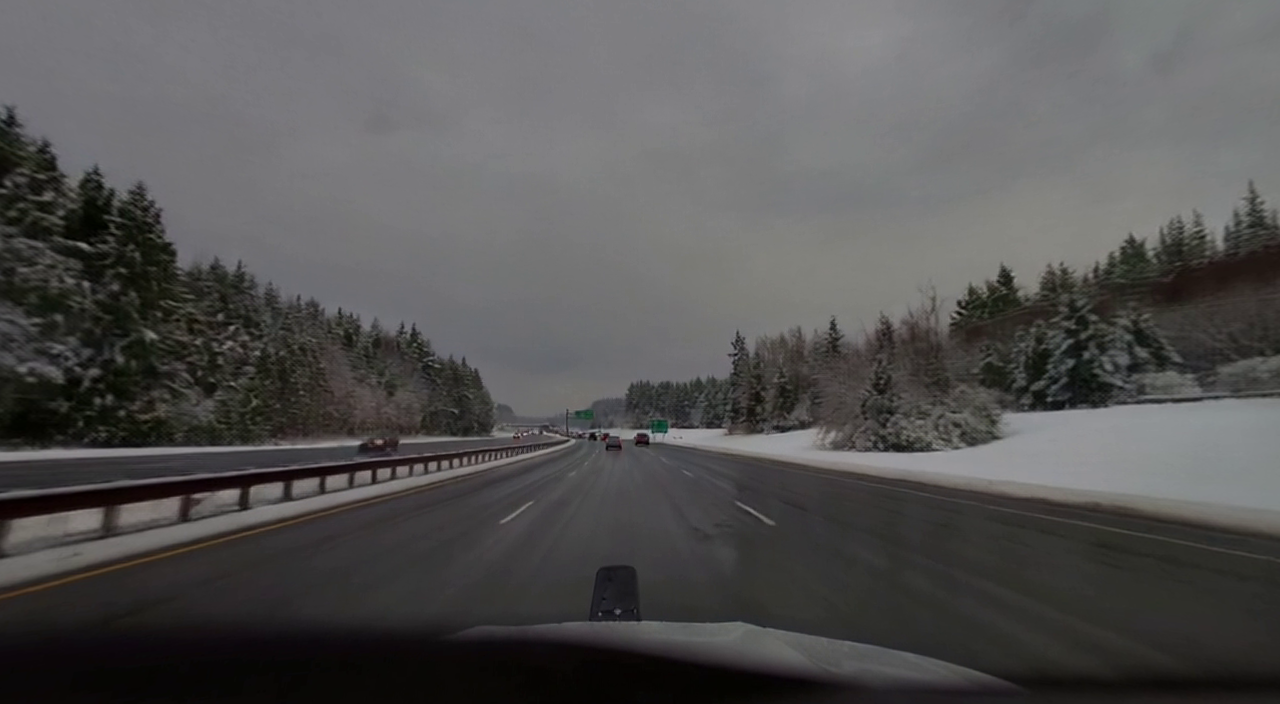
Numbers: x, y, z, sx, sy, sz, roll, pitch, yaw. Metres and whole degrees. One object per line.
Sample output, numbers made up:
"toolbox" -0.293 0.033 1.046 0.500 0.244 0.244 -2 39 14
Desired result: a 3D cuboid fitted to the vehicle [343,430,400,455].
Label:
"vehicle" -17.226 5.816 40.652 1.866 1.470 4.435 0 -8 -2
